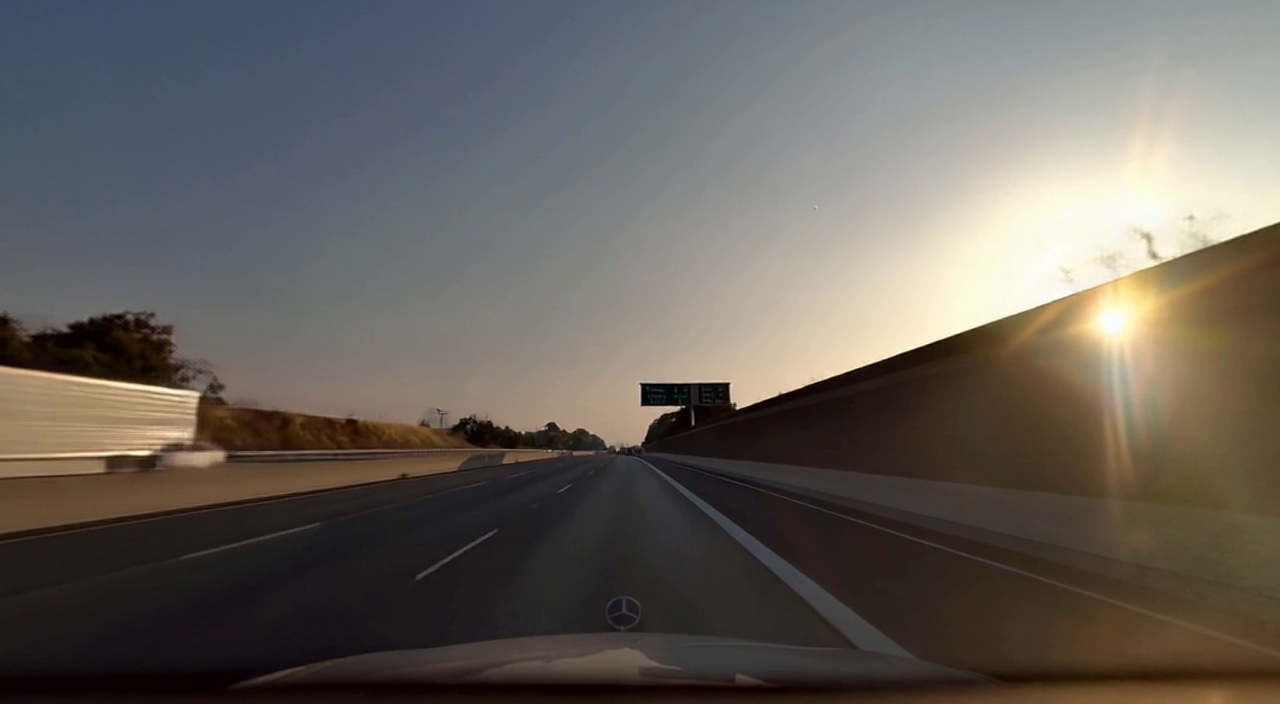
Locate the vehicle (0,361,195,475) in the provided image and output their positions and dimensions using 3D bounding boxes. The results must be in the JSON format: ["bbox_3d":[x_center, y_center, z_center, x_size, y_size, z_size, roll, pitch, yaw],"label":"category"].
[{"bbox_3d":[-24.014,2.406,22.734,2.765,3.968,18.709,0,-9,-1],"label":"vehicle"}]

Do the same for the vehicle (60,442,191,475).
[{"bbox_3d":[-19.759,4.110,24.474,1.880,1.152,3.847,0,-9,-1],"label":"vehicle"}]
